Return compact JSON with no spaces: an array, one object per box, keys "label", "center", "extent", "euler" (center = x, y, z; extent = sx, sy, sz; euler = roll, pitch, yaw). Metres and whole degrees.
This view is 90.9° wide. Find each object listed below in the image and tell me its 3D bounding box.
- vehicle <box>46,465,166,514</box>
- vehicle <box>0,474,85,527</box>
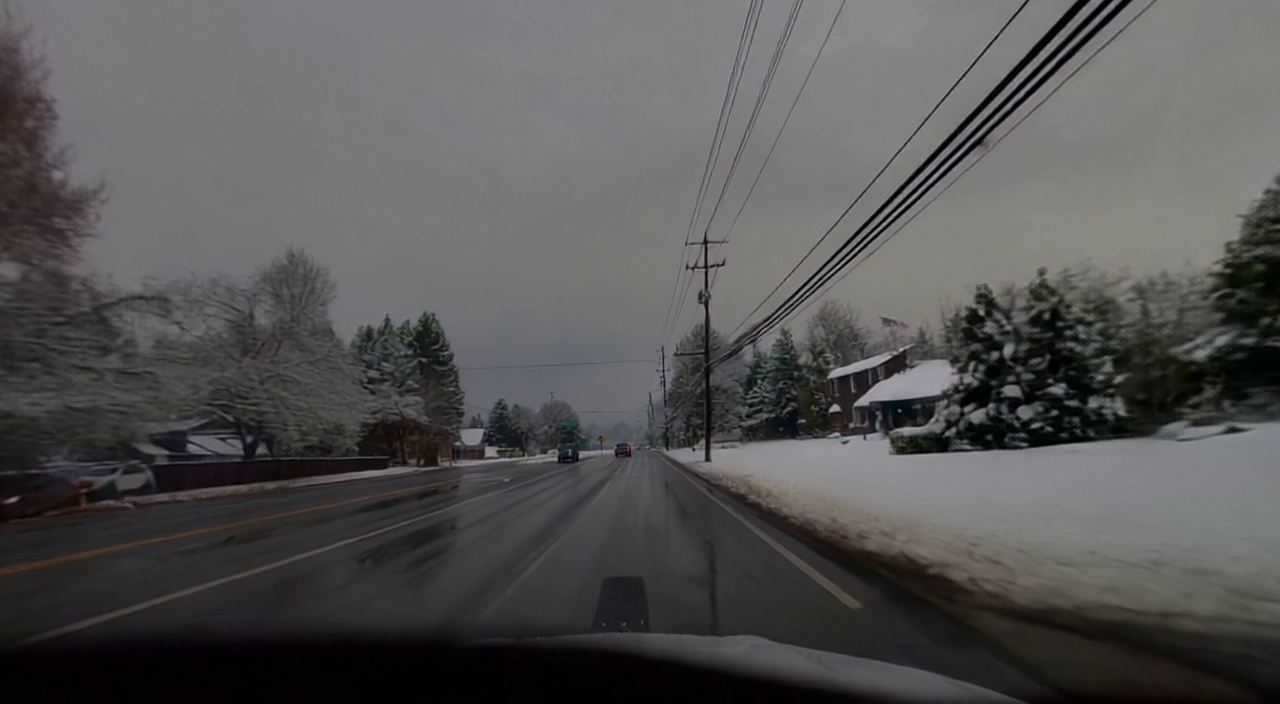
[{"label":"vehicle","center":[-22.391,5.719,26.706],"extent":[1.891,1.703,4.976],"euler":[3,-9,-16]},{"label":"vehicle","center":[-21.187,4.916,20.925],"extent":[1.854,1.504,4.436],"euler":[1,-9,-7]}]
